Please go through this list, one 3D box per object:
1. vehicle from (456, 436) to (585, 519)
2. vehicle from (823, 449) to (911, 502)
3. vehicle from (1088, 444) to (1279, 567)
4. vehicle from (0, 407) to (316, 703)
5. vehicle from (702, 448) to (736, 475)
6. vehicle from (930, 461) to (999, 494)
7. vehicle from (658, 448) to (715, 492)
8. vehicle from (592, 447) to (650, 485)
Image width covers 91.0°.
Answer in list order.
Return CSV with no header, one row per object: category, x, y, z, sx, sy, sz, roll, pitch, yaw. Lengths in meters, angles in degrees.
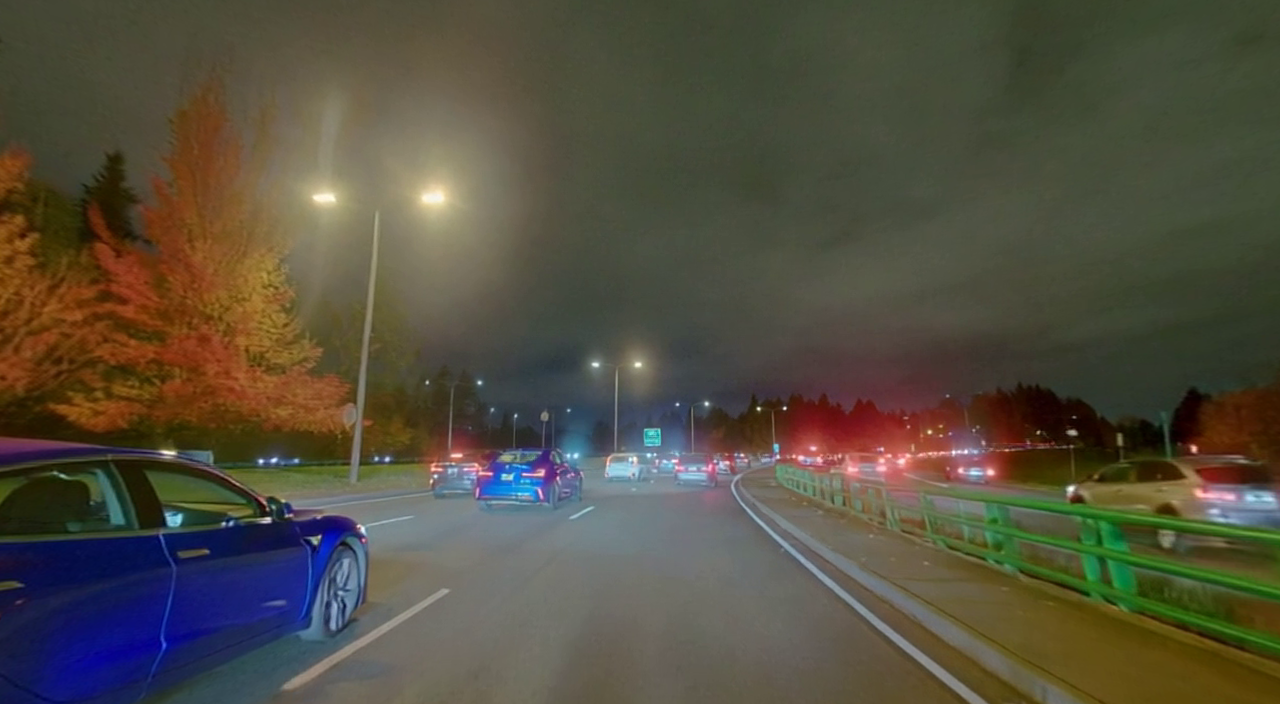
vehicle,-2.667,2.932,15.302,1.979,1.663,4.513,0,-9,4
vehicle,7.712,4.191,21.815,1.768,1.634,4.064,0,-9,4
vehicle,10.331,2.516,10.963,1.894,1.763,4.432,0,-9,2
vehicle,-3.414,0.964,2.427,1.921,1.503,4.317,0,-9,2
vehicle,5.323,7.256,41.941,1.977,1.704,3.841,-1,-9,11
vehicle,17.077,6.589,33.366,1.816,1.481,4.422,-1,-9,8
vehicle,1.881,4.462,24.270,2.015,1.506,4.276,-1,-9,7
vehicle,-0.792,5.273,29.453,1.930,1.635,4.260,-1,-9,9
